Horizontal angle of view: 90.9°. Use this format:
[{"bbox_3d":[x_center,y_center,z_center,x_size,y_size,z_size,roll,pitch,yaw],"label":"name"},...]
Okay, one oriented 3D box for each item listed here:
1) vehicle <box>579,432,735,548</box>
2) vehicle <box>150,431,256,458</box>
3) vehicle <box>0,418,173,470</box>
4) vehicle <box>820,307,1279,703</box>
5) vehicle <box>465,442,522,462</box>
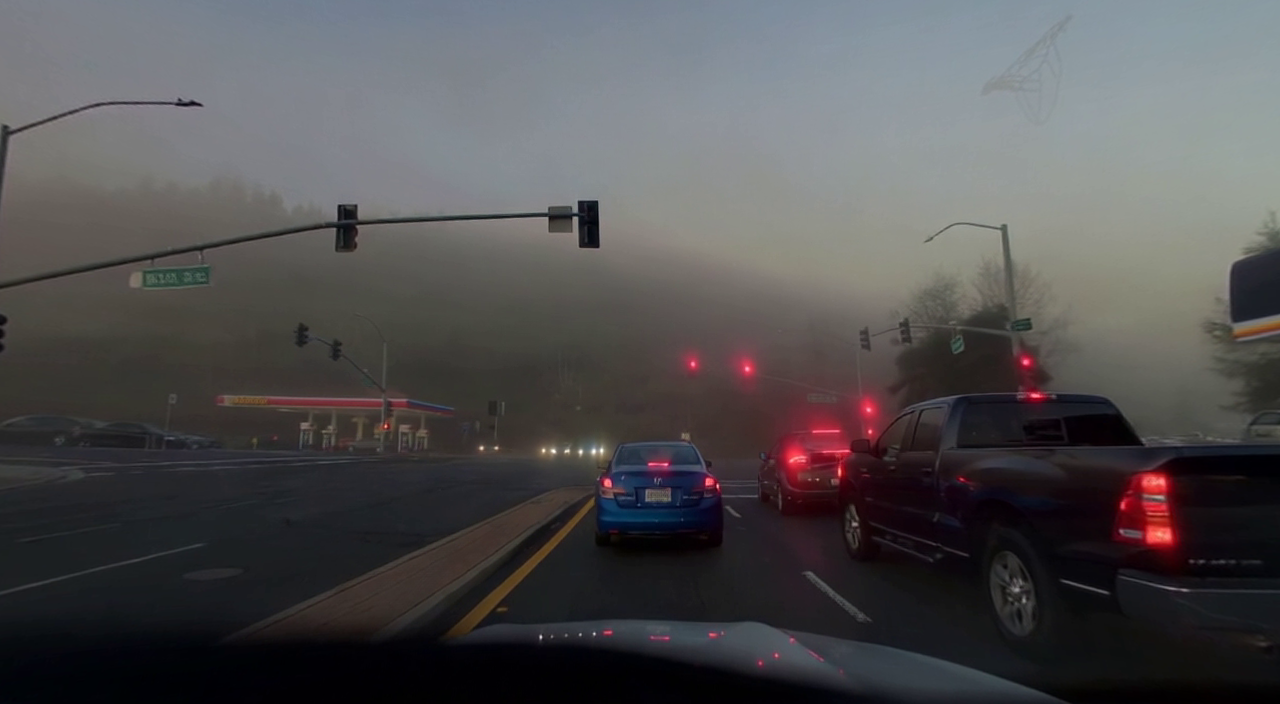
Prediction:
[{"bbox_3d":[0.221,2.082,10.186,2.027,1.494,3.824,0,-8,0],"label":"vehicle"},{"bbox_3d":[-23.200,4.932,33.577,4.326,1.420,1.798,-1,-8,4],"label":"vehicle"},{"bbox_3d":[-19.697,3.265,22.317,4.742,1.720,2.107,-1,-8,5],"label":"vehicle"},{"bbox_3d":[3.533,1.201,5.269,2.277,1.871,6.143,0,-8,0],"label":"vehicle"},{"bbox_3d":[-11.456,7.825,49.622,1.963,1.460,4.528,-4,-9,26],"label":"vehicle"}]
